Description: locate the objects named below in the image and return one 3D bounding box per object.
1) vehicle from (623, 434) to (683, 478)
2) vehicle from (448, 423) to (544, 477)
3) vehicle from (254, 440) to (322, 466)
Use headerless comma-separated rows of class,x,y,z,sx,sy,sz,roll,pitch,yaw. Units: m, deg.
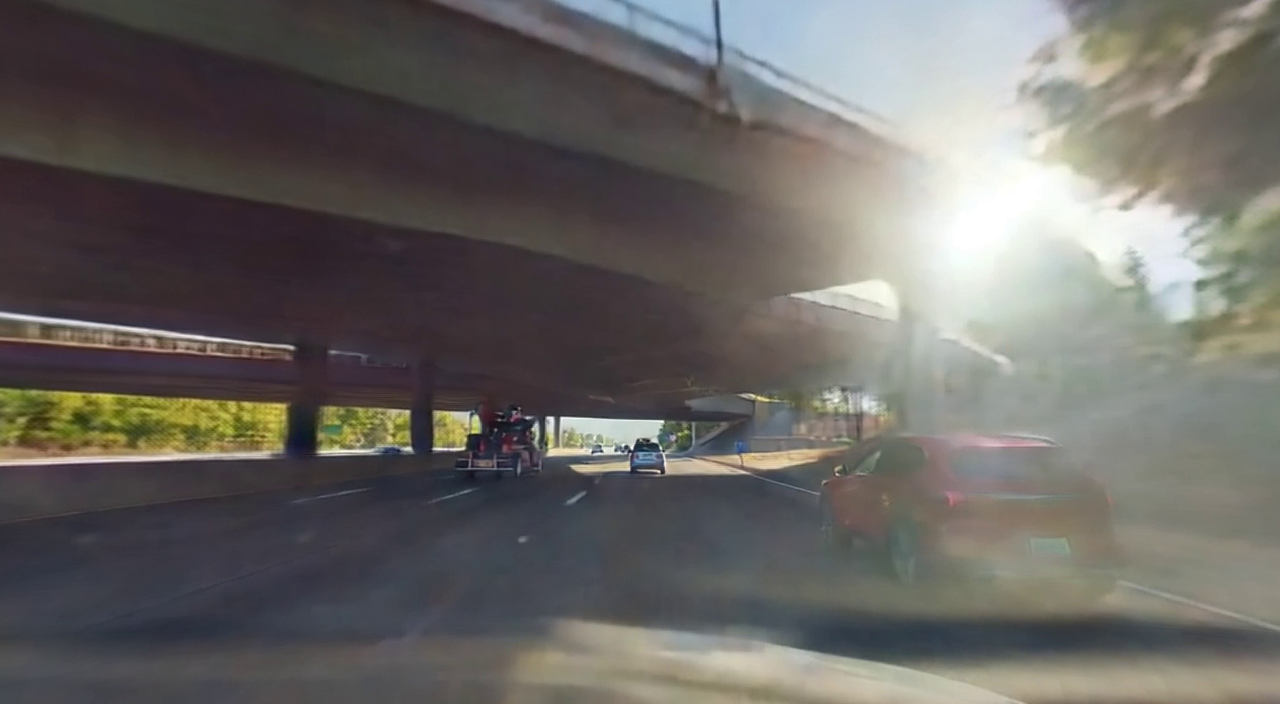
vehicle,0.517,4.406,27.045,2.336,1.722,4.212,0,-8,0
vehicle,-6.540,4.599,29.873,2.827,2.236,7.057,0,-8,1
vehicle,-24.245,6.965,43.647,2.098,1.623,4.448,-1,-8,1
